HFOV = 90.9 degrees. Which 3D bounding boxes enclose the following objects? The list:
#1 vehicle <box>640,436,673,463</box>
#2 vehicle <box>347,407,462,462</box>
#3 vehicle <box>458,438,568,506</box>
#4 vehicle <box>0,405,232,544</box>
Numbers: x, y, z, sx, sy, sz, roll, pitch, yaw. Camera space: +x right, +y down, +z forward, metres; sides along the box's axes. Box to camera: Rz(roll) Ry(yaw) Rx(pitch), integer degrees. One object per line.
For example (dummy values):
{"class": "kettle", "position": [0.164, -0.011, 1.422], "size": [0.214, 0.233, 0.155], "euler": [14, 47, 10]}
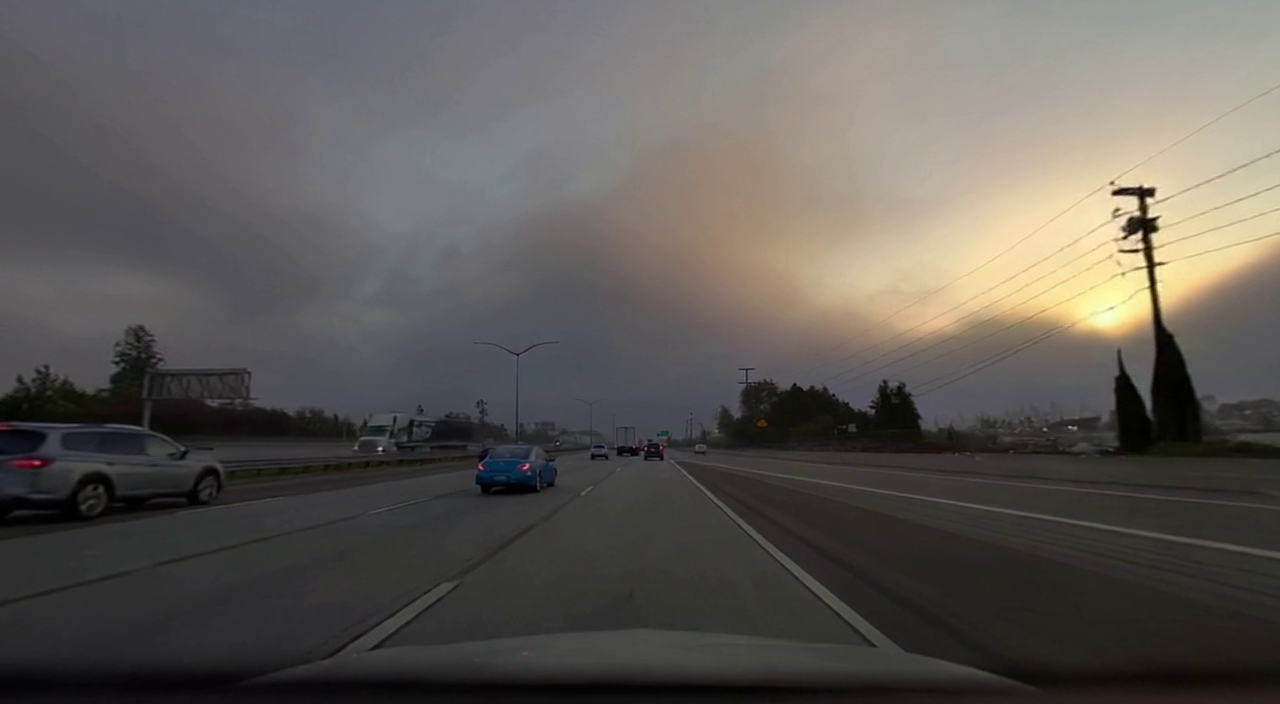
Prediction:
{"class": "vehicle", "position": [1.282, 7.467, 48.194], "size": [2.373, 1.935, 4.448], "euler": [-1, -8, 2]}
{"class": "vehicle", "position": [-17.183, 6.358, 47.778], "size": [2.988, 3.555, 13.842], "euler": [-1, -8, 2]}
{"class": "vehicle", "position": [-3.105, 2.999, 16.192], "size": [1.953, 1.511, 3.704], "euler": [-1, -8, 2]}
{"class": "vehicle", "position": [-10.216, 2.139, 11.629], "size": [2.053, 2.002, 4.800], "euler": [0, -8, 1]}
